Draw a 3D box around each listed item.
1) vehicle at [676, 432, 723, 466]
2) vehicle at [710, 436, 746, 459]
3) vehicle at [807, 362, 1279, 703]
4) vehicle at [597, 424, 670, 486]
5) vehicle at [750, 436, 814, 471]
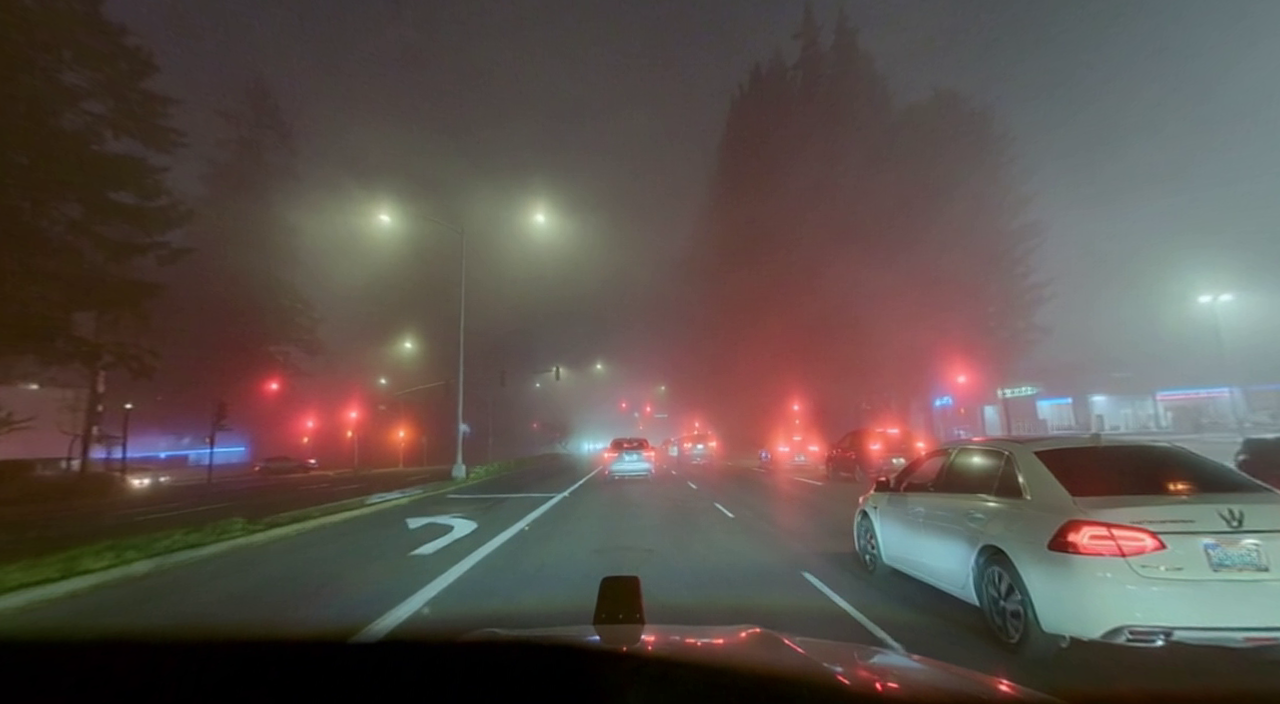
[{"bbox_3d":[3.140,5.282,34.412,2.000,1.745,4.206,0,-9,-2],"label":"vehicle"},{"bbox_3d":[6.709,7.342,48.554,2.037,1.628,3.770,0,-9,-2],"label":"vehicle"},{"bbox_3d":[3.095,1.200,5.126,2.153,1.658,4.485,0,-9,-1],"label":"vehicle"},{"bbox_3d":[-0.238,3.319,20.538,2.106,1.798,4.168,0,-9,-1],"label":"vehicle"},{"bbox_3d":[6.426,4.637,29.028,1.883,1.452,4.258,0,-9,-1],"label":"vehicle"}]
